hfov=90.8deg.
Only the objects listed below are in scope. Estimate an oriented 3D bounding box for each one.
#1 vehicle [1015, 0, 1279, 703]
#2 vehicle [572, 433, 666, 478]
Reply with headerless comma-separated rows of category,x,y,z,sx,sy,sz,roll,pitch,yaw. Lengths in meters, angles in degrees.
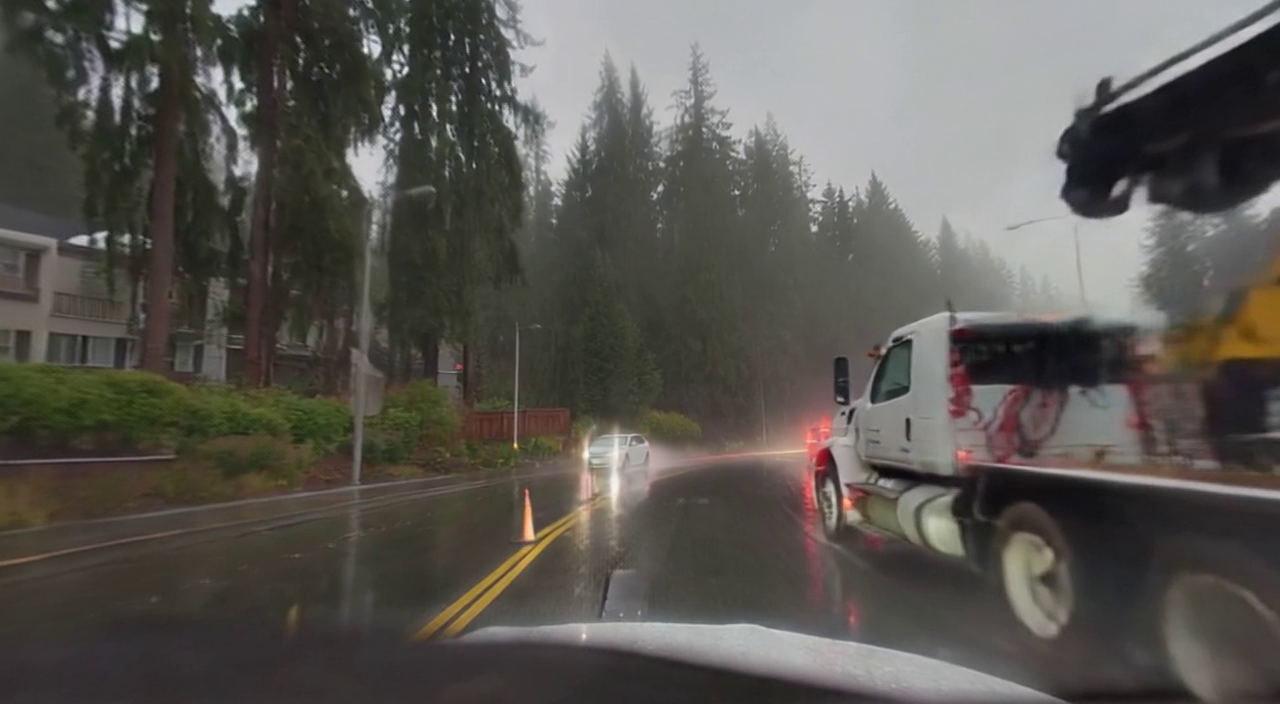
vehicle,3.534,-0.120,1.018,2.874,2.542,4.840,-1,-8,1
vehicle,-0.677,3.770,23.433,1.945,1.494,4.201,-3,-8,22
